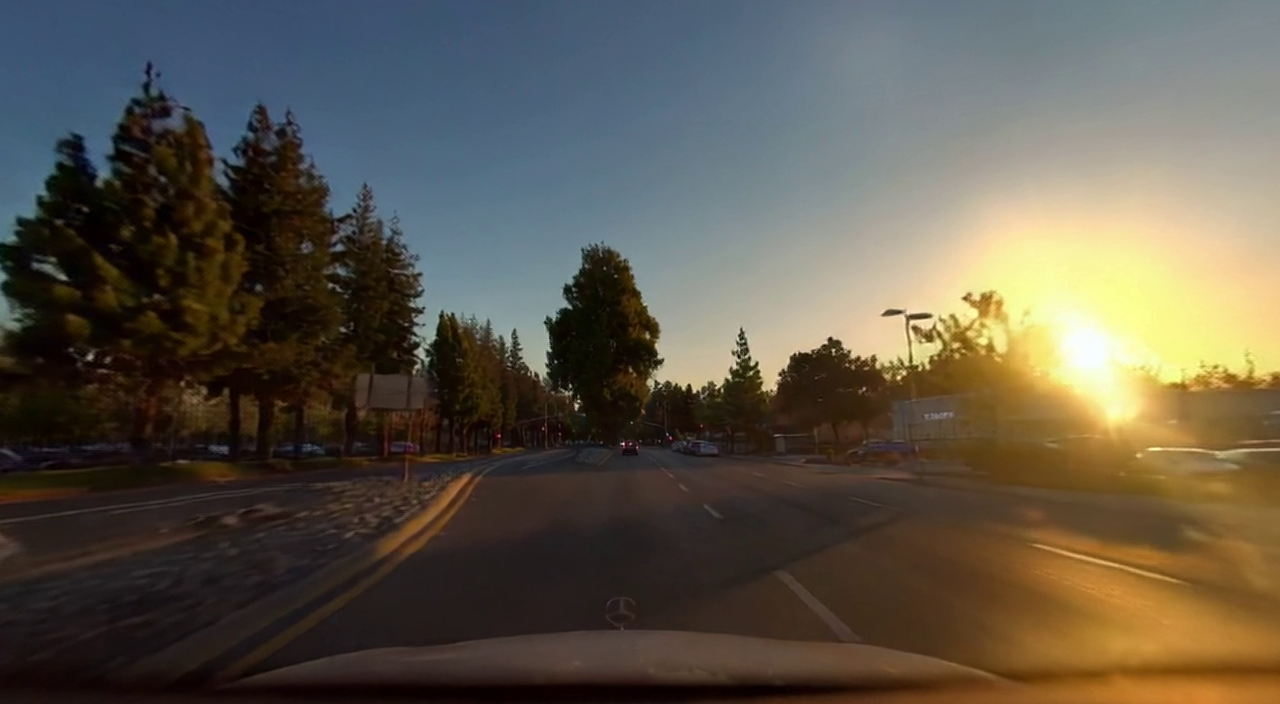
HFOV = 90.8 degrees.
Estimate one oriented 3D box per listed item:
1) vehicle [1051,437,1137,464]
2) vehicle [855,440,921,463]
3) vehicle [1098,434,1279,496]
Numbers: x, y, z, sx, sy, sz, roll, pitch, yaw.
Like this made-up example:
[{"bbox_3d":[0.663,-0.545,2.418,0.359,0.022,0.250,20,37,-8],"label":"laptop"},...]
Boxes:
[{"bbox_3d":[30.741,6.649,42.830,4.454,1.778,2.070,2,-8,-10],"label":"vehicle"},{"bbox_3d":[17.580,7.061,44.870,3.923,1.575,1.882,2,-10,-13],"label":"vehicle"},{"bbox_3d":[16.661,3.290,18.882,1.966,1.583,4.568,2,-8,-11],"label":"vehicle"}]
